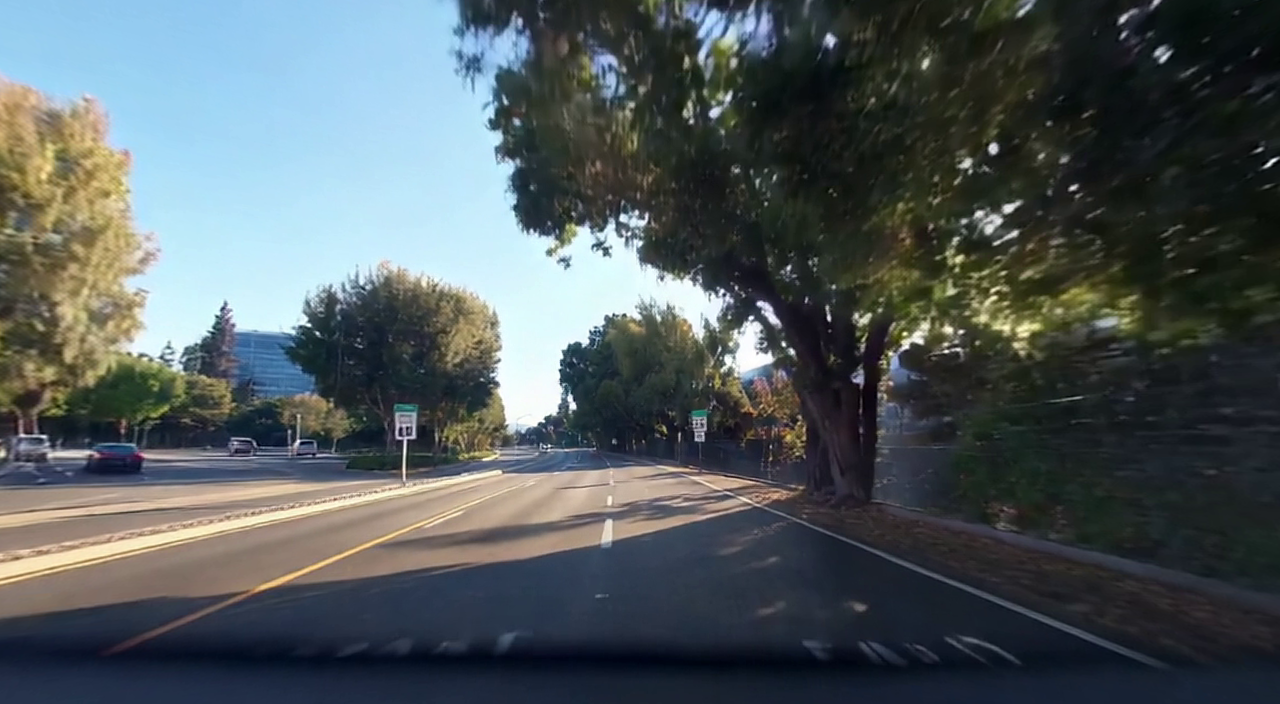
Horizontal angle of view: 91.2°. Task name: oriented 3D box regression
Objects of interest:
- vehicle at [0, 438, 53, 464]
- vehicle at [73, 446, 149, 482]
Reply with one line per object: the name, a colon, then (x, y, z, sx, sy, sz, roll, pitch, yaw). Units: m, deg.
vehicle: (-39.547, 6.352, 40.361, 3.659, 1.512, 1.701, -4, -9, 36)
vehicle: (-24.023, 5.052, 28.409, 3.857, 1.479, 1.711, -7, -11, 37)
